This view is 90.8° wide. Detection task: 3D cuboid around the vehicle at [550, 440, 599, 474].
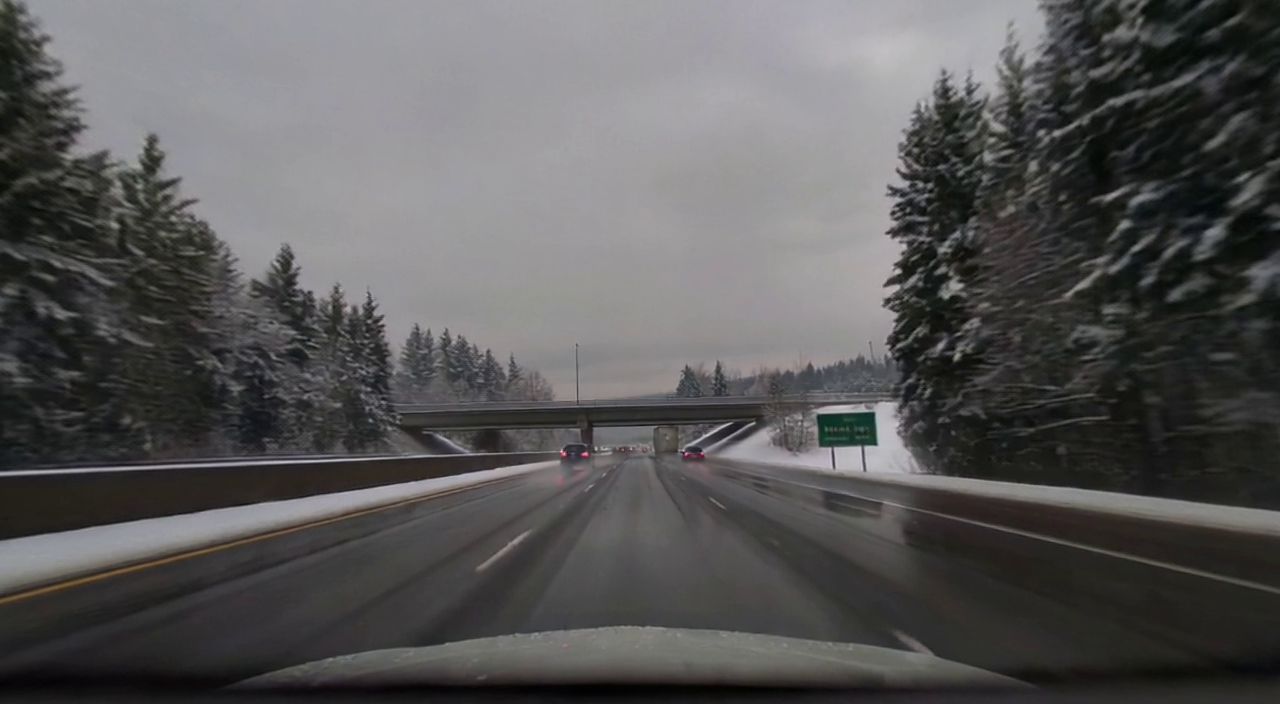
[{"bbox_3d":[-3.554,5.822,35.168,2.238,1.792,4.518,0,-9,1],"label":"vehicle"}]
